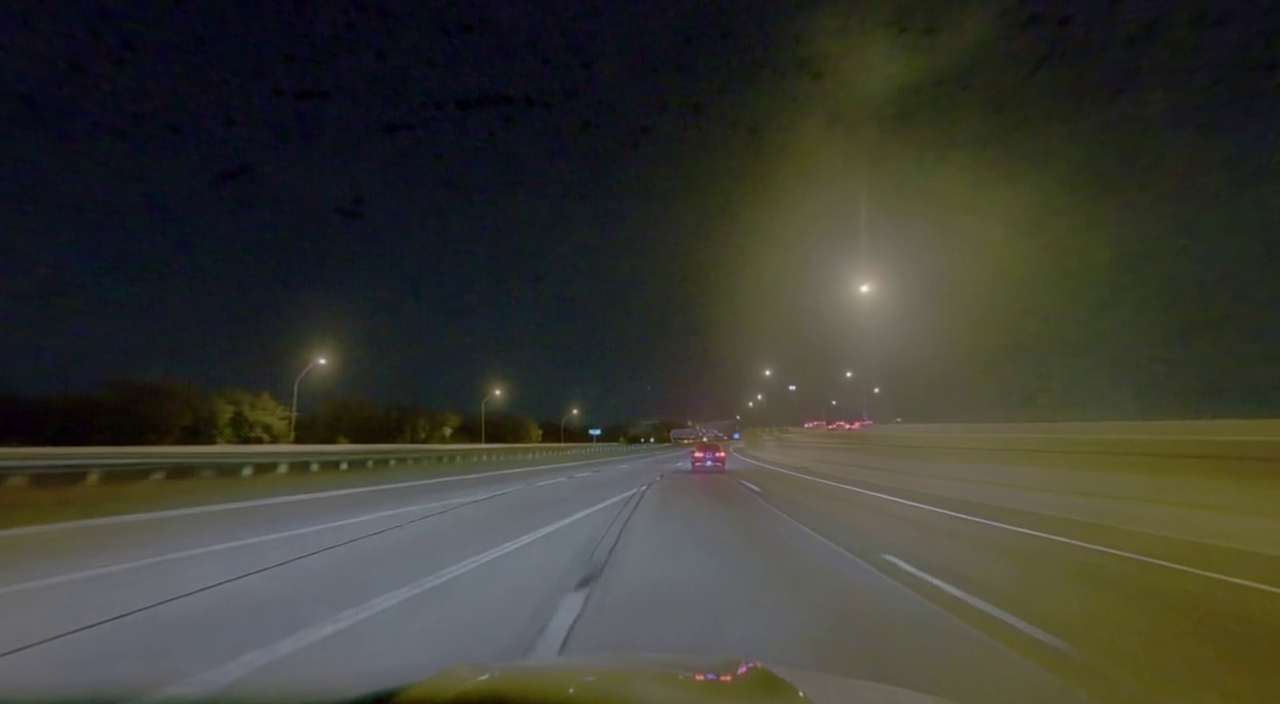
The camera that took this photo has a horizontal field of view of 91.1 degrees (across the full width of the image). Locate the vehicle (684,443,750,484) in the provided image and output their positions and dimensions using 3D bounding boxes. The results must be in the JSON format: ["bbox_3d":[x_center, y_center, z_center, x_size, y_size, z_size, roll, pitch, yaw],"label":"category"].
[{"bbox_3d":[2.849,4.235,24.307,2.124,1.405,4.398,0,-8,2],"label":"vehicle"}]
